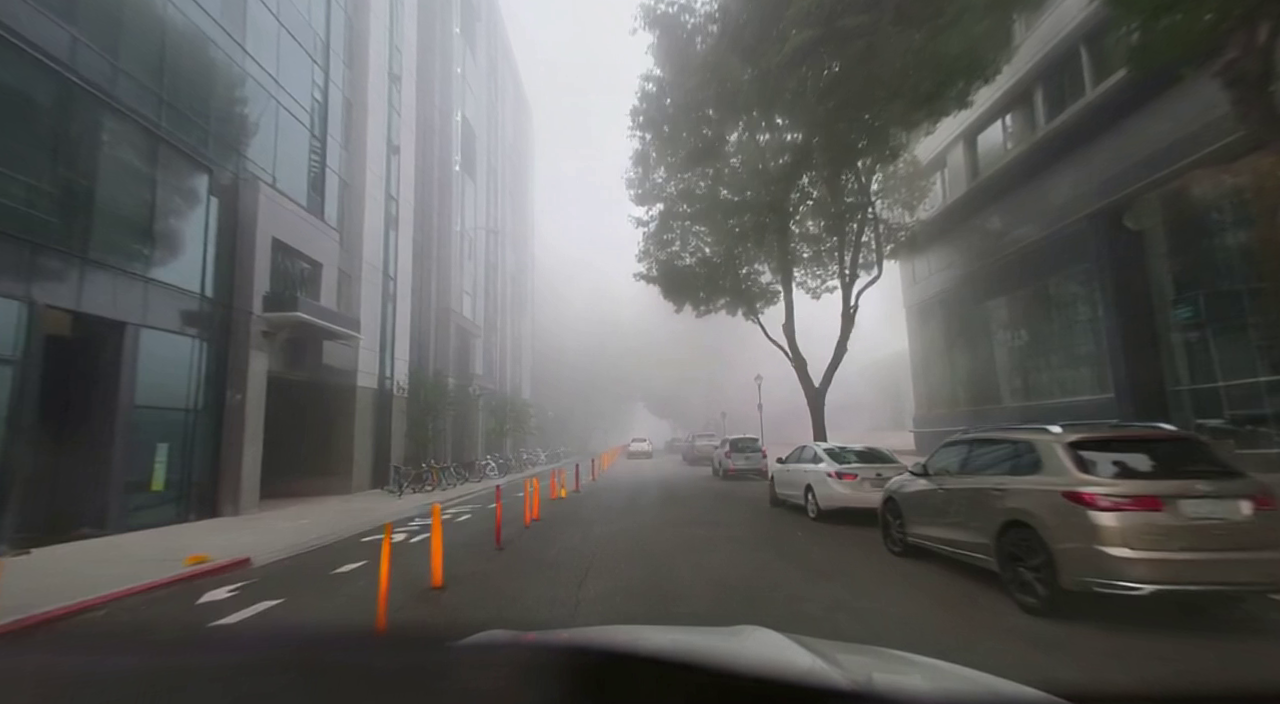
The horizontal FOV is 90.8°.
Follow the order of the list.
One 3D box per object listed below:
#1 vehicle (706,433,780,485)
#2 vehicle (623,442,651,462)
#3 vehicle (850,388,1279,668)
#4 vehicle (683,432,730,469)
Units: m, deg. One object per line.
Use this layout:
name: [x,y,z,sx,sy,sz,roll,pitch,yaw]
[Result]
vehicle: [3.850,4.074,24.319,1.999,1.769,4.191,-1,-8,-1]
vehicle: [-0.201,7.796,49.525,2.070,1.493,4.269,0,-8,0]
vehicle: [3.793,1.390,6.149,1.918,1.674,4.464,-1,-8,0]
vehicle: [3.592,5.435,34.991,2.127,1.864,4.892,0,-9,1]
